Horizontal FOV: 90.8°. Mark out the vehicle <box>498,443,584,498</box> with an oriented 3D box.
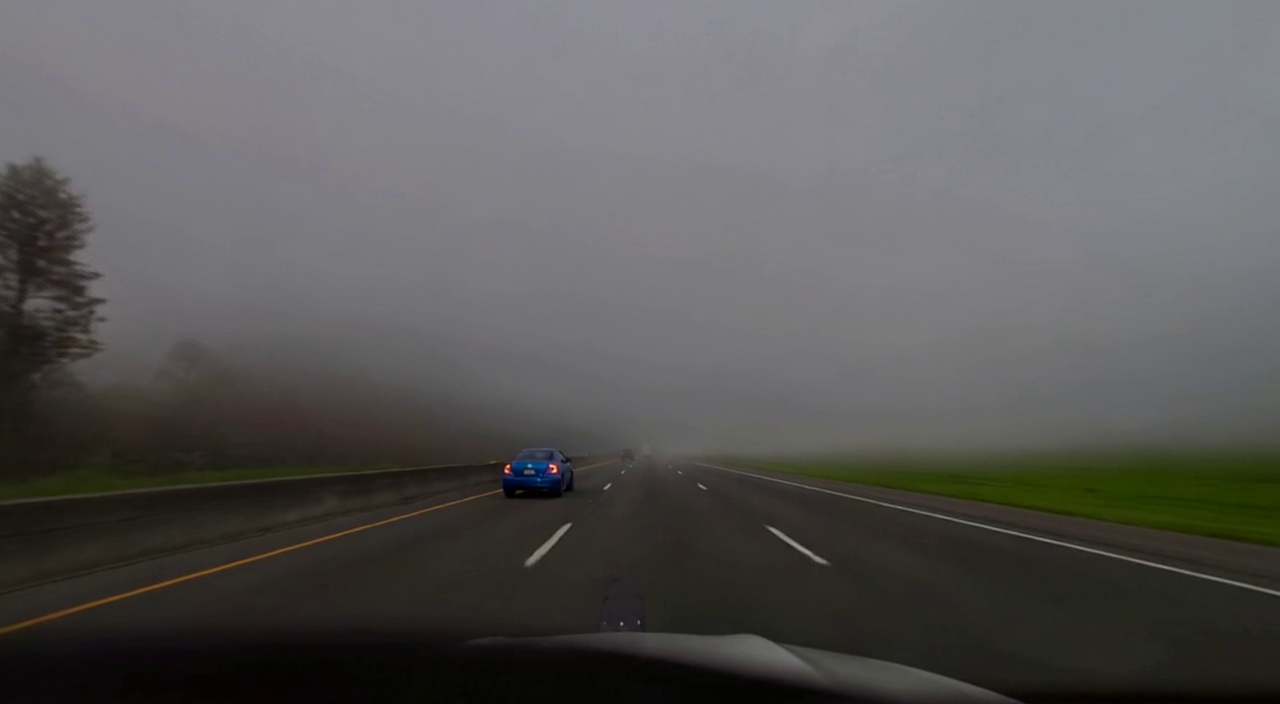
[{"bbox_3d":[-2.994,3.684,20.019,1.945,1.537,4.294,0,-9,1],"label":"vehicle"}]
